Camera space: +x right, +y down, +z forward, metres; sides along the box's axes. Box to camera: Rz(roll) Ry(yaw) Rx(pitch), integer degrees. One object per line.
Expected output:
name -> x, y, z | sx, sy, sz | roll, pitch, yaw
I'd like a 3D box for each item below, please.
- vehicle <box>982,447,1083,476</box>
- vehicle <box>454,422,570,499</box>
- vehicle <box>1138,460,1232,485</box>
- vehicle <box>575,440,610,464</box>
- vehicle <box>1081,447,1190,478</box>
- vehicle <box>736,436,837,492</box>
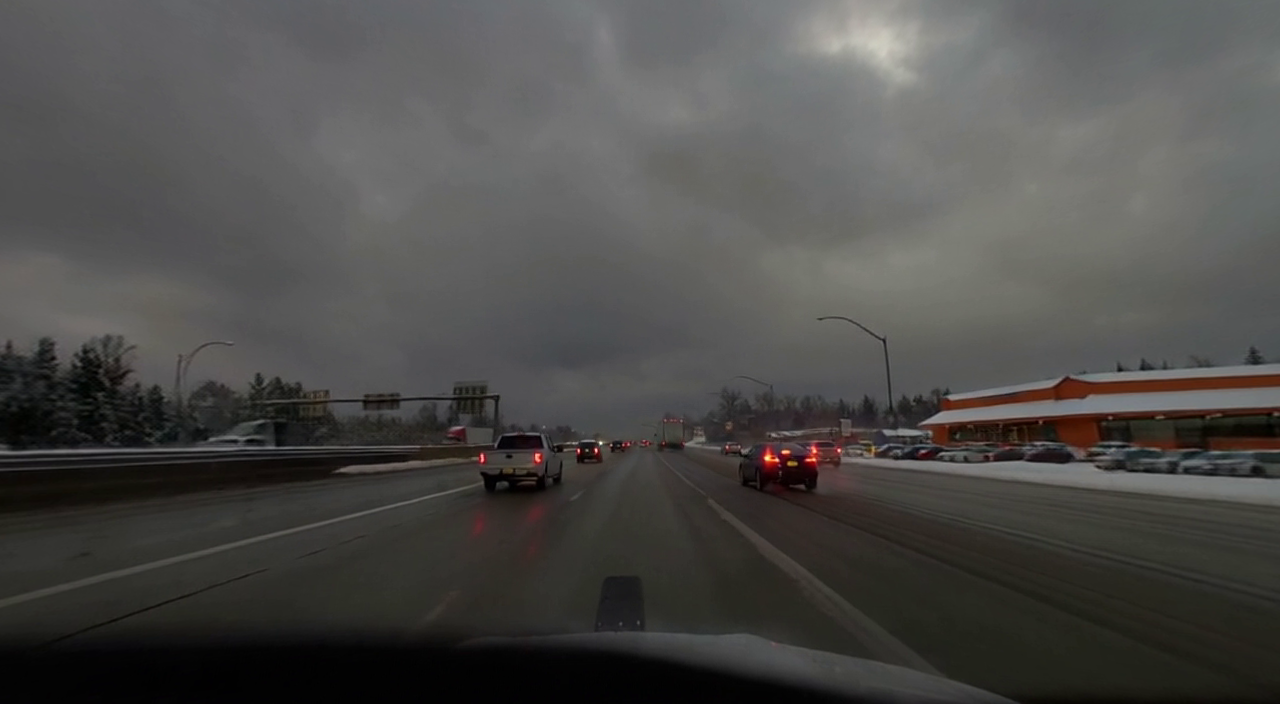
vehicle -> 29.099, 8.123, 46.858 | 5.824, 2.108, 2.304 | 0, -9, 2
vehicle -> -3.281, 2.899, 17.167 | 2.130, 1.799, 4.583 | 0, -9, 1
vehicle -> 35.659, 7.894, 41.262 | 4.215, 1.501, 1.849 | -1, -9, 6
vehicle -> -3.117, 6.670, 42.087 | 1.929, 1.521, 4.097 | 0, -9, 1
vehicle -> 35.545, 7.955, 45.308 | 5.651, 1.888, 2.384 | -3, -9, 1
vehicle -> 4.349, 3.396, 19.429 | 1.980, 1.501, 4.433 | 0, -9, -1
